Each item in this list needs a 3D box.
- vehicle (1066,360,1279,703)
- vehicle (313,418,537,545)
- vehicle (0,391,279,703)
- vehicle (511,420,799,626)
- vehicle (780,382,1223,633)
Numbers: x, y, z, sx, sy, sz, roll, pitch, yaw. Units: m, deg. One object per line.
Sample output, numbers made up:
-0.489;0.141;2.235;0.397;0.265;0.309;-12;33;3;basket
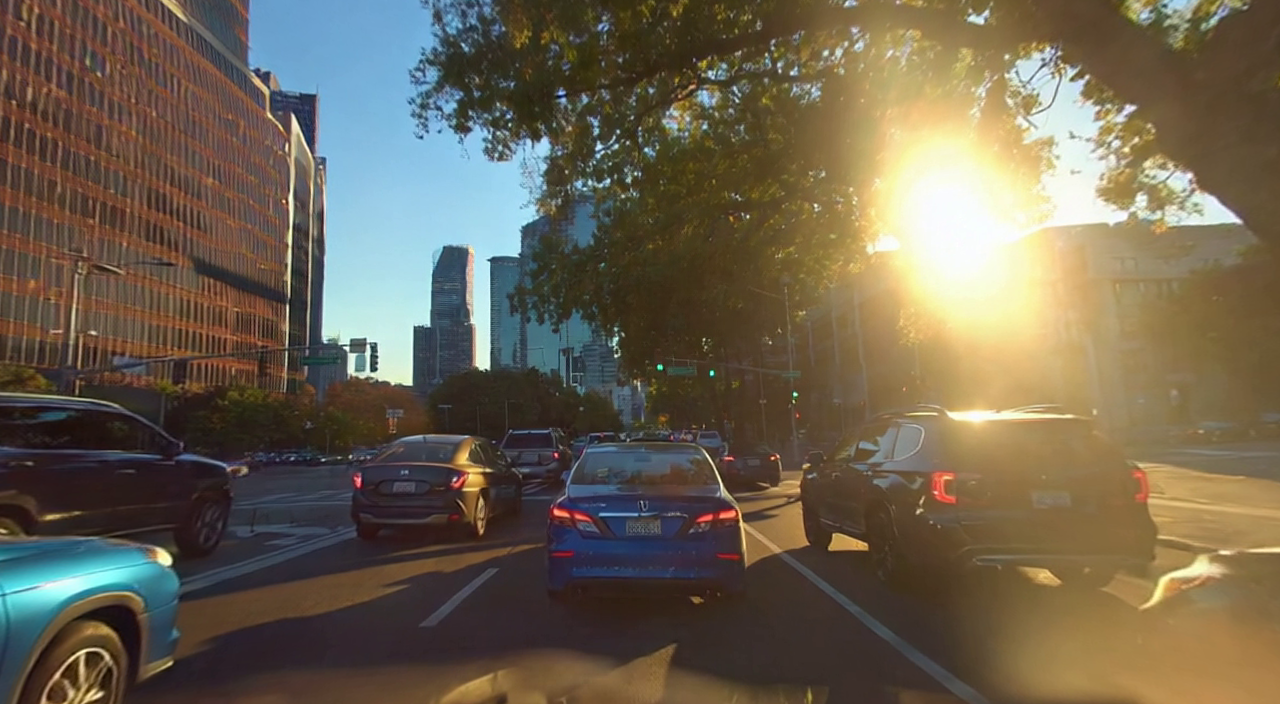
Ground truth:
2.888;0.583;0.372;2.051;1.548;4.532;0;-9;0;vehicle
-3.324;2.115;10.962;2.168;1.719;4.561;-1;-8;2;vehicle
-3.361;0.799;1.534;2.144;1.505;4.635;-1;-8;1;vehicle
0.098;1.576;6.755;2.147;1.507;3.953;0;-8;0;vehicle
3.091;1.437;6.775;2.108;1.785;4.334;0;-8;-1;vehicle
